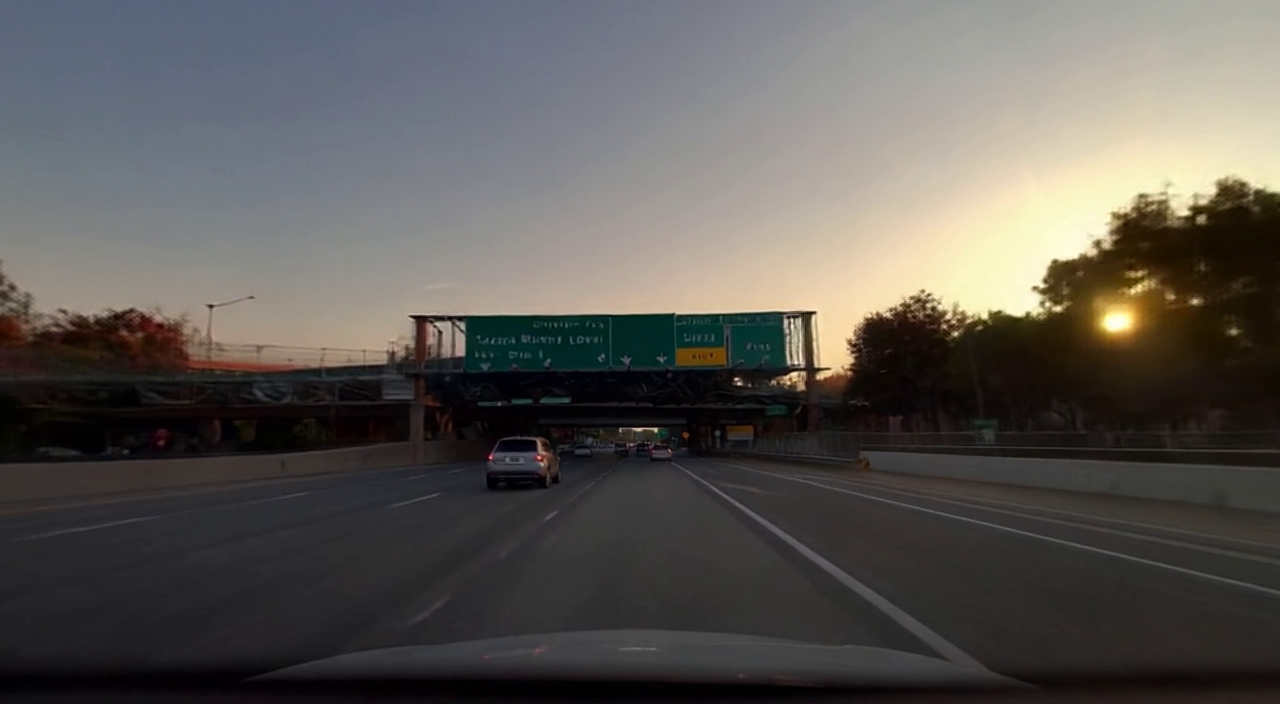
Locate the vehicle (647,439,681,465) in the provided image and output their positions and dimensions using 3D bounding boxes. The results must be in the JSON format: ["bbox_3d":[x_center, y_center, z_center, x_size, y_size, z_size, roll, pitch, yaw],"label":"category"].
[{"bbox_3d":[1.509,6.431,40.671,2.023,1.589,4.030,-1,-8,1],"label":"vehicle"}]

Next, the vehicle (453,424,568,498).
[{"bbox_3d":[-3.400,2.974,17.574,2.214,1.759,4.435,-1,-8,1],"label":"vehicle"}]
